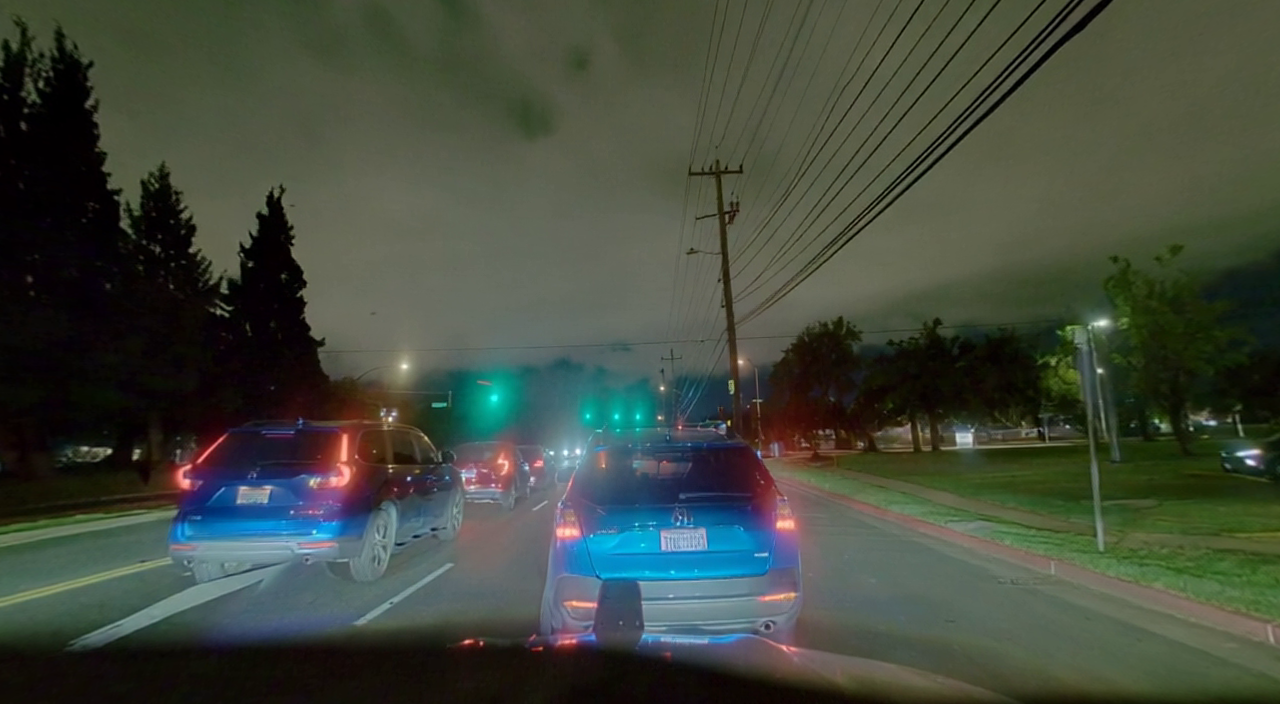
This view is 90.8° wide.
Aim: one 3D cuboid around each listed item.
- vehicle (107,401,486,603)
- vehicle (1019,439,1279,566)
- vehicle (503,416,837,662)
[{"bbox_3d":[-3.470,1.606,7.639,2.105,1.706,4.337,0,-9,0],"label":"vehicle"},{"bbox_3d":[8.383,2.149,9.921,1.993,1.508,4.521,0,-9,-1],"label":"vehicle"},{"bbox_3d":[0.117,1.446,5.964,2.056,1.487,4.003,0,-9,-2],"label":"vehicle"}]
